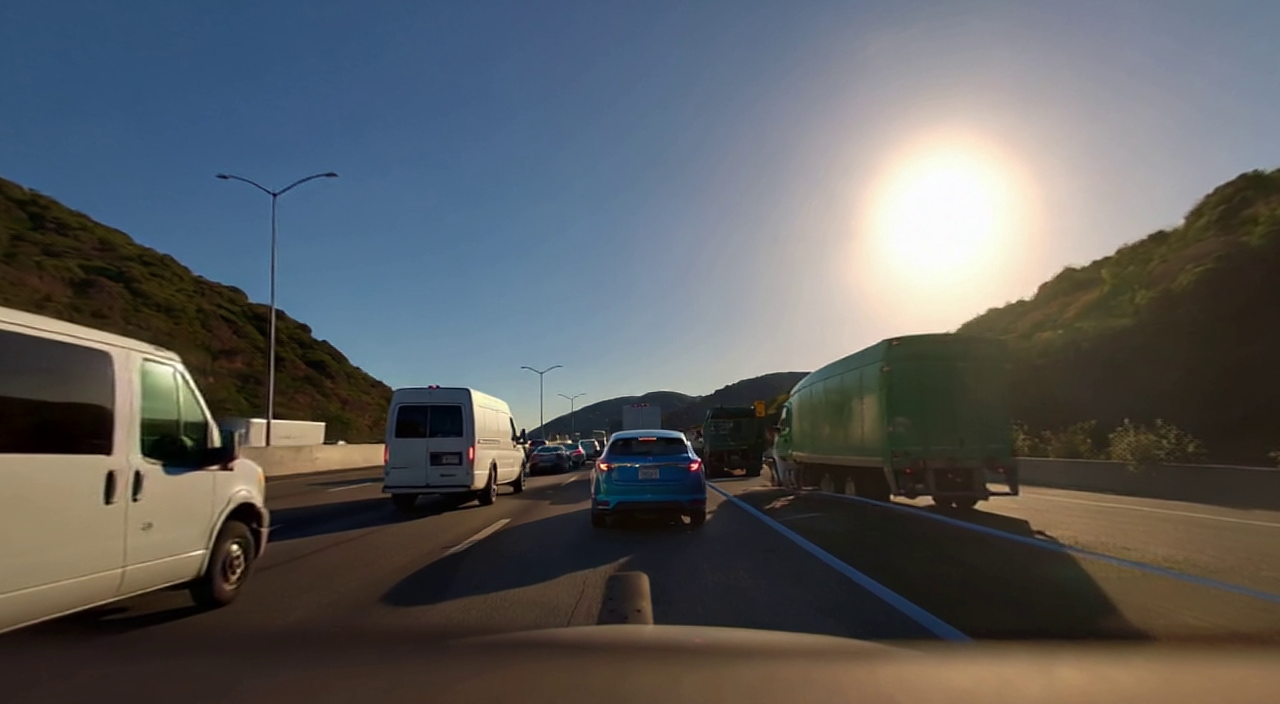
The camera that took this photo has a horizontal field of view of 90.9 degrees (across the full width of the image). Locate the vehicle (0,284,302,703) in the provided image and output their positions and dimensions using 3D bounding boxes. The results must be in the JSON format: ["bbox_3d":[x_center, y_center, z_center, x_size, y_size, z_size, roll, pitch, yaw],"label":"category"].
[{"bbox_3d":[-4.249,0.709,3.013,2.195,2.086,5.445,0,-8,0],"label":"vehicle"}]

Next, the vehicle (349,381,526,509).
[{"bbox_3d":[-4.546,2.264,15.441,2.300,2.522,5.701,-1,-8,1],"label":"vehicle"}]

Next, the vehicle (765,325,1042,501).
[{"bbox_3d":[6.914,2.124,19.537,2.977,3.878,11.111,0,-8,-5],"label":"vehicle"}]

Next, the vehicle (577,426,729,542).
[{"bbox_3d":[0.132,2.040,10.374,2.003,1.499,3.930,0,-8,-1],"label":"vehicle"}]

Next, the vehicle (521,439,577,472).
[{"bbox_3d":[-4.295,4.965,30.470,2.007,1.457,4.447,-1,-8,1],"label":"vehicle"}]
